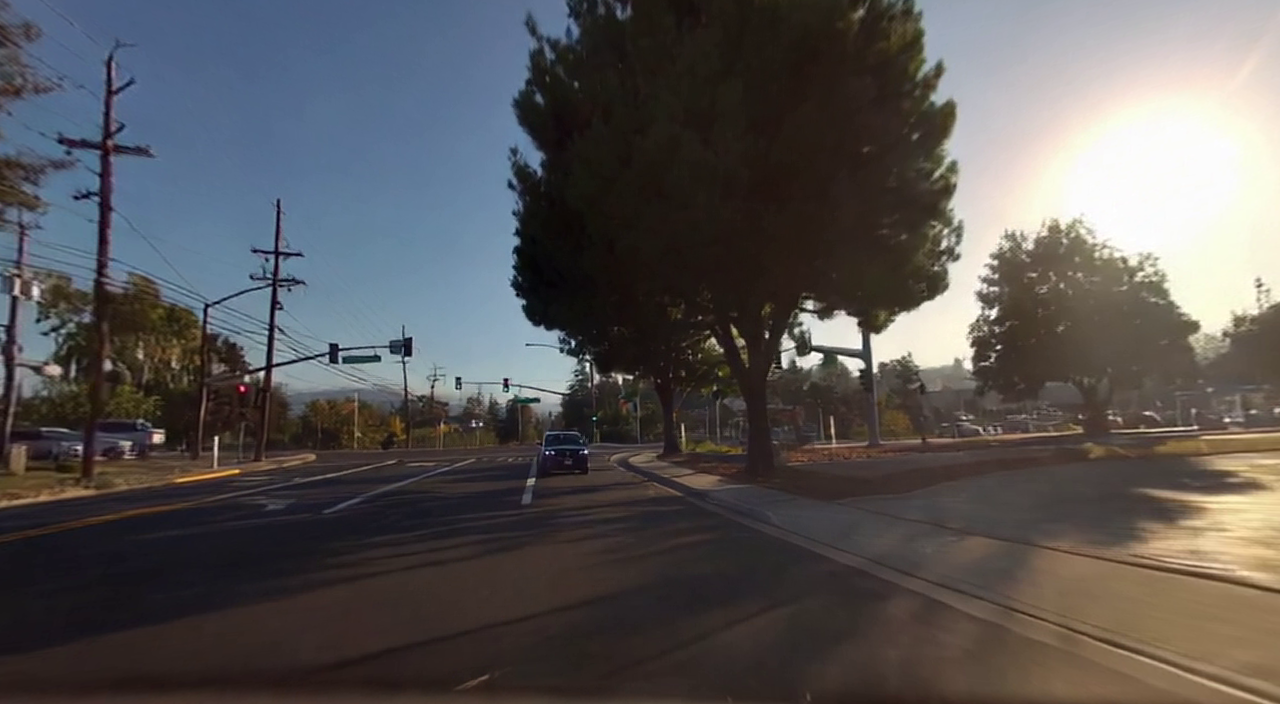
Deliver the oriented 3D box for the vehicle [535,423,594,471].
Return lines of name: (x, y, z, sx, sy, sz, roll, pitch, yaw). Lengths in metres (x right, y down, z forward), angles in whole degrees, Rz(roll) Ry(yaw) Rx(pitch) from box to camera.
vehicle: (-3.355, 4.089, 27.142, 2.300, 1.868, 4.690, 1, -8, -9)

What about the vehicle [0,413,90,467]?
vehicle: (-30.244, 4.469, 31.844, 2.427, 2.514, 2.560, -6, -9, 24)
